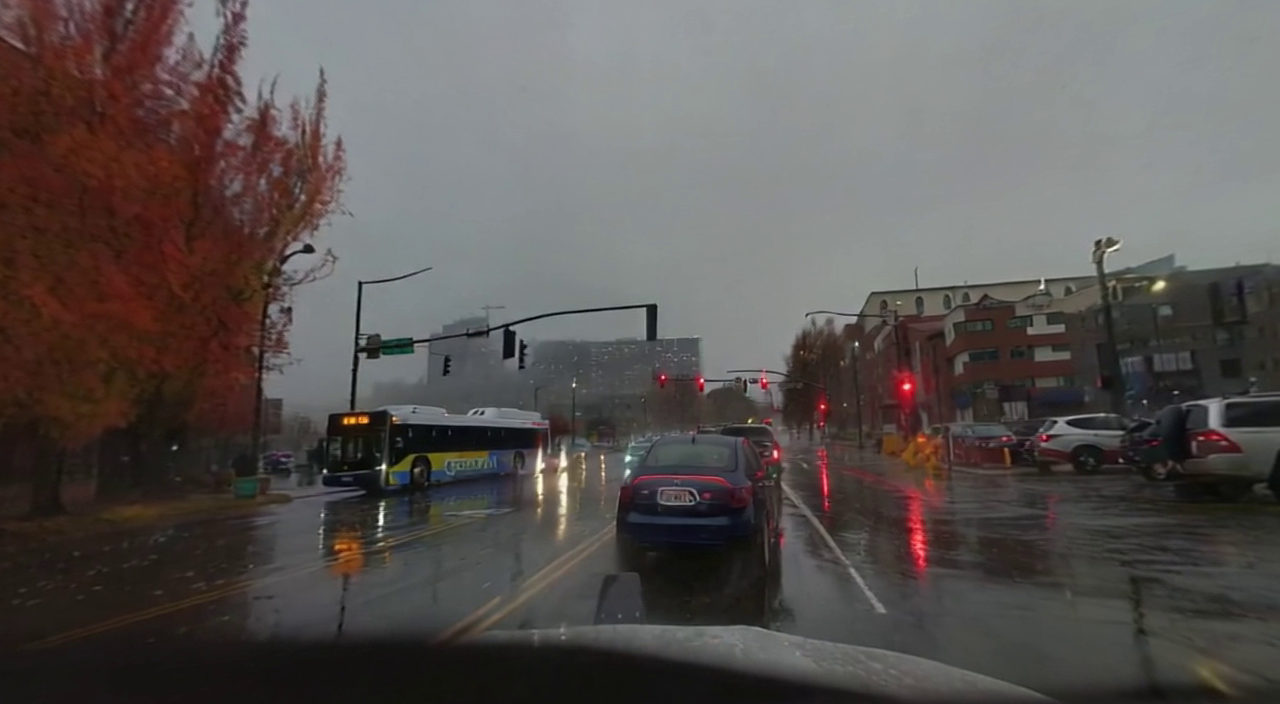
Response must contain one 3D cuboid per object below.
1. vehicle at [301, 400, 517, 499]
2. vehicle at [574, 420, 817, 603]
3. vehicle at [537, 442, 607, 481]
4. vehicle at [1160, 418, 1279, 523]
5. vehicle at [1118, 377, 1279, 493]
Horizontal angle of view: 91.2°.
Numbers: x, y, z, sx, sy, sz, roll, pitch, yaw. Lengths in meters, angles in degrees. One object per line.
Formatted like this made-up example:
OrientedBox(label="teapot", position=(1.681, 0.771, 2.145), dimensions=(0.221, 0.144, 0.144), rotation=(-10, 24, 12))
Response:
OrientedBox(label="vehicle", position=(-8.820, 4.119, 26.558), dimensions=(3.189, 3.205, 11.526), rotation=(-2, -9, 9))
OrientedBox(label="vehicle", position=(0.828, 1.676, 7.485), dimensions=(2.092, 1.507, 4.078), rotation=(-2, -9, 11))
OrientedBox(label="vehicle", position=(-3.212, 5.298, 30.645), dimensions=(2.263, 1.707, 4.640), rotation=(-1, -9, 8))
OrientedBox(label="vehicle", position=(11.418, 1.664, 9.480), dimensions=(4.894, 1.451, 2.089), rotation=(-5, -10, 11))
OrientedBox(label="vehicle", position=(12.571, 1.586, 11.903), dimensions=(4.856, 2.020, 2.311), rotation=(-2, -9, 12))
